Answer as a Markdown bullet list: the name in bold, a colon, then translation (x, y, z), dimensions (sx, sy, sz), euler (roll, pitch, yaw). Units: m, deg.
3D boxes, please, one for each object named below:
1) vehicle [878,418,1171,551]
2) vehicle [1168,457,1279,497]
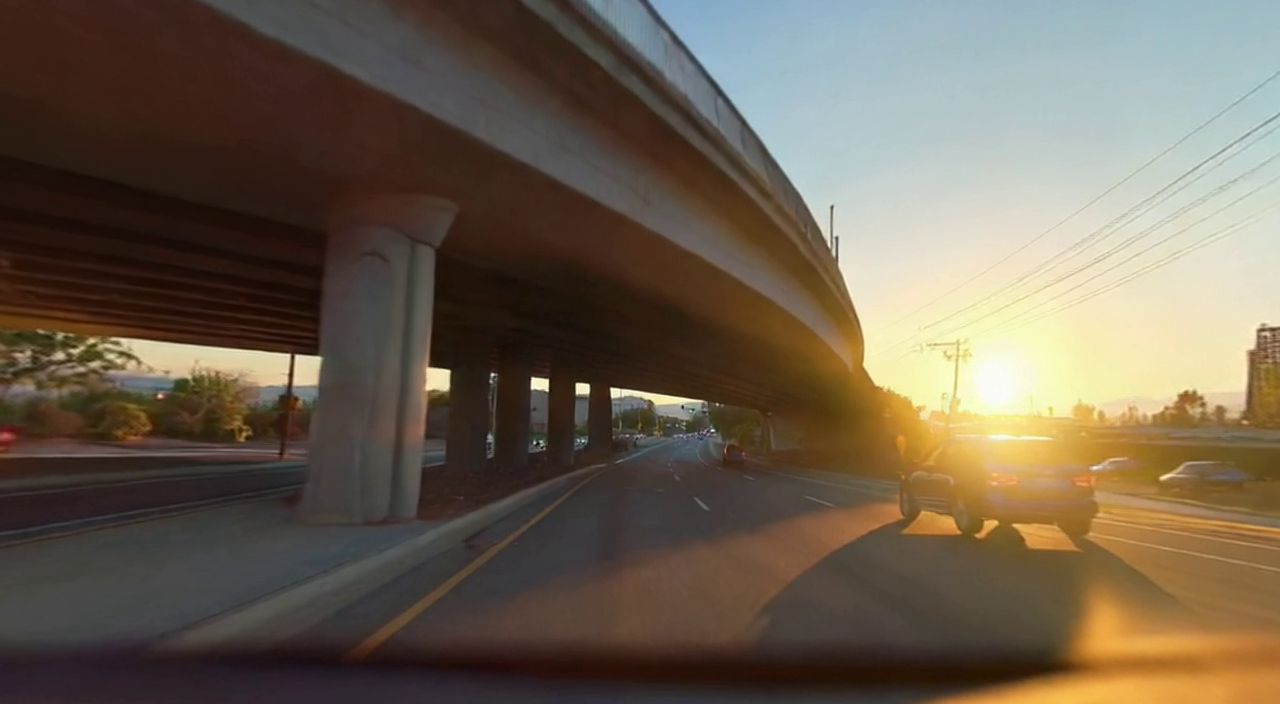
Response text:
- **vehicle**: translation (6.794, 2.371, 12.233), dimensions (2.331, 1.872, 5.378), euler (-3, -8, 1)
- **vehicle**: translation (30.544, 6.391, 32.496), dimensions (4.608, 1.919, 2.056), euler (-1, -8, 7)
